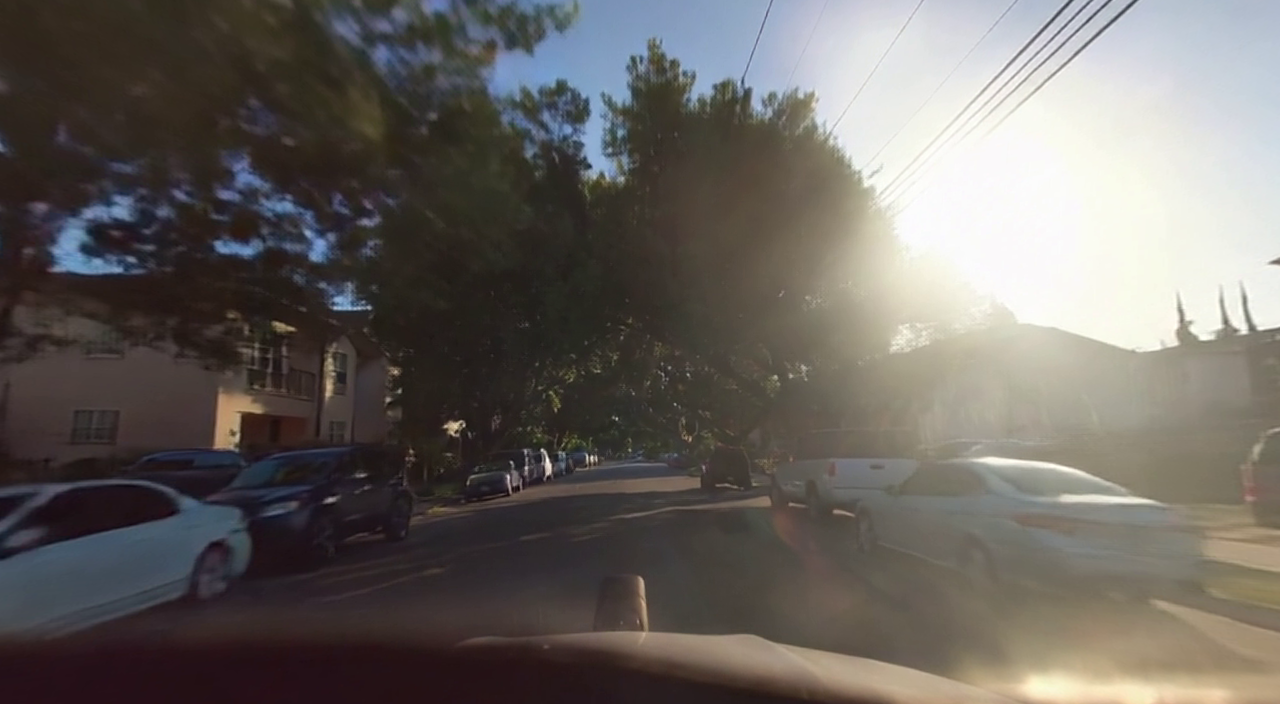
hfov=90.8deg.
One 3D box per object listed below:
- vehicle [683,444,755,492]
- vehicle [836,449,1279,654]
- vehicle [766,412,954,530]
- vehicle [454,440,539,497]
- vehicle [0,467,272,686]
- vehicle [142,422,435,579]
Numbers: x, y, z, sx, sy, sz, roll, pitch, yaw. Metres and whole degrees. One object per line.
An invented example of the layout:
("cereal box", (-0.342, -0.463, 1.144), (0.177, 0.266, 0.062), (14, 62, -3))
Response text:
("vehicle", (3.534, 5.333, 29.623), (2.415, 1.963, 5.688), (0, -8, -2))
("vehicle", (4.163, 1.933, 7.482), (1.850, 1.516, 5.066), (0, -8, -3))
("vehicle", (4.921, 2.786, 15.361), (2.384, 2.317, 5.579), (0, -9, -1))
("vehicle", (-5.020, 4.165, 22.722), (2.035, 1.822, 4.348), (0, -10, 0))
("vehicle", (-5.025, 1.649, 5.000), (1.690, 1.316, 4.249), (0, -9, -1))
("vehicle", (-5.067, 2.227, 10.209), (2.022, 1.822, 5.002), (-1, -10, -3))
